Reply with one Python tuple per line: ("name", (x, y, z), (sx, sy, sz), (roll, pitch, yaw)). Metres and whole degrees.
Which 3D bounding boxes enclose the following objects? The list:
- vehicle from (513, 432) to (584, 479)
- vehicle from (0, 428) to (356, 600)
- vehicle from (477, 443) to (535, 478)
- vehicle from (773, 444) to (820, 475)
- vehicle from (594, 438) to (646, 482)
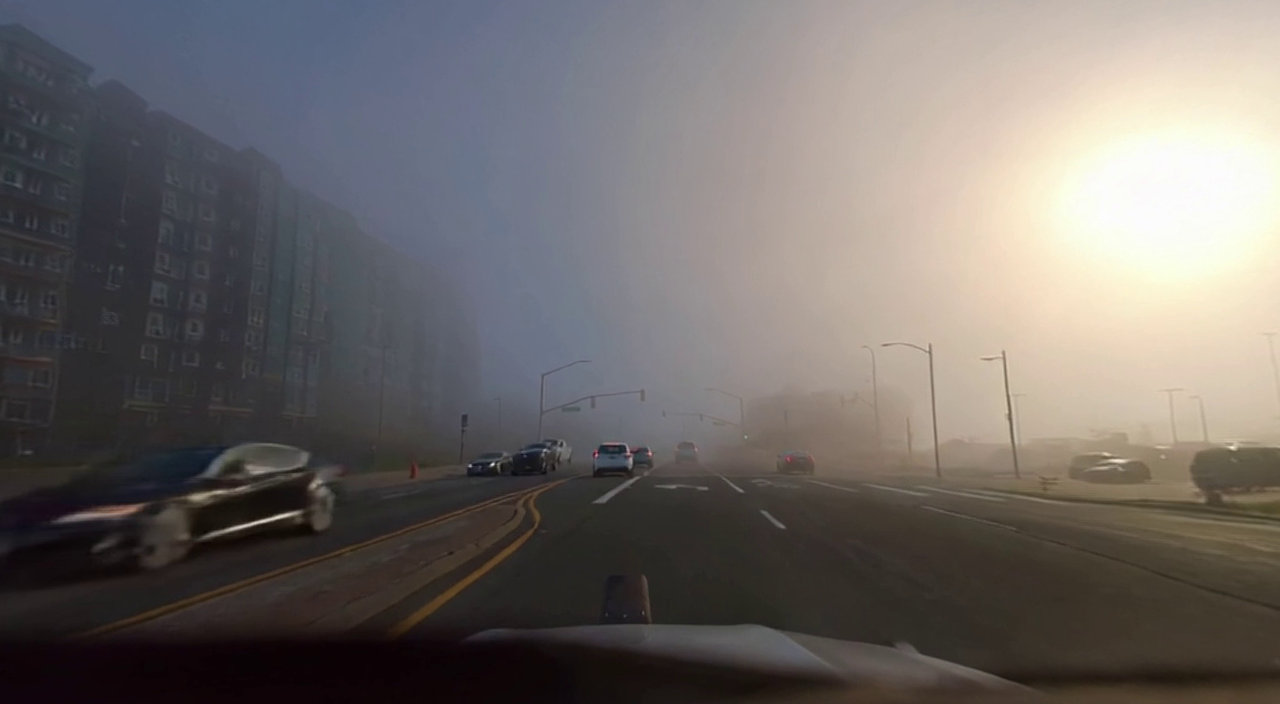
("vehicle", (-4.690, 5.464, 33.440), (2.515, 2.248, 5.821), (-1, -9, 4))
("vehicle", (-5.564, 1.738, 7.805), (1.973, 1.502, 4.275), (-1, -8, 2))
("vehicle", (-7.522, 6.155, 35.893), (2.123, 1.831, 4.304), (-1, -9, 3))
("vehicle", (9.596, 6.619, 39.036), (1.952, 1.749, 4.311), (-1, -8, 3))
("vehicle", (-0.867, 4.830, 28.687), (2.160, 1.786, 4.702), (0, -8, -1))
